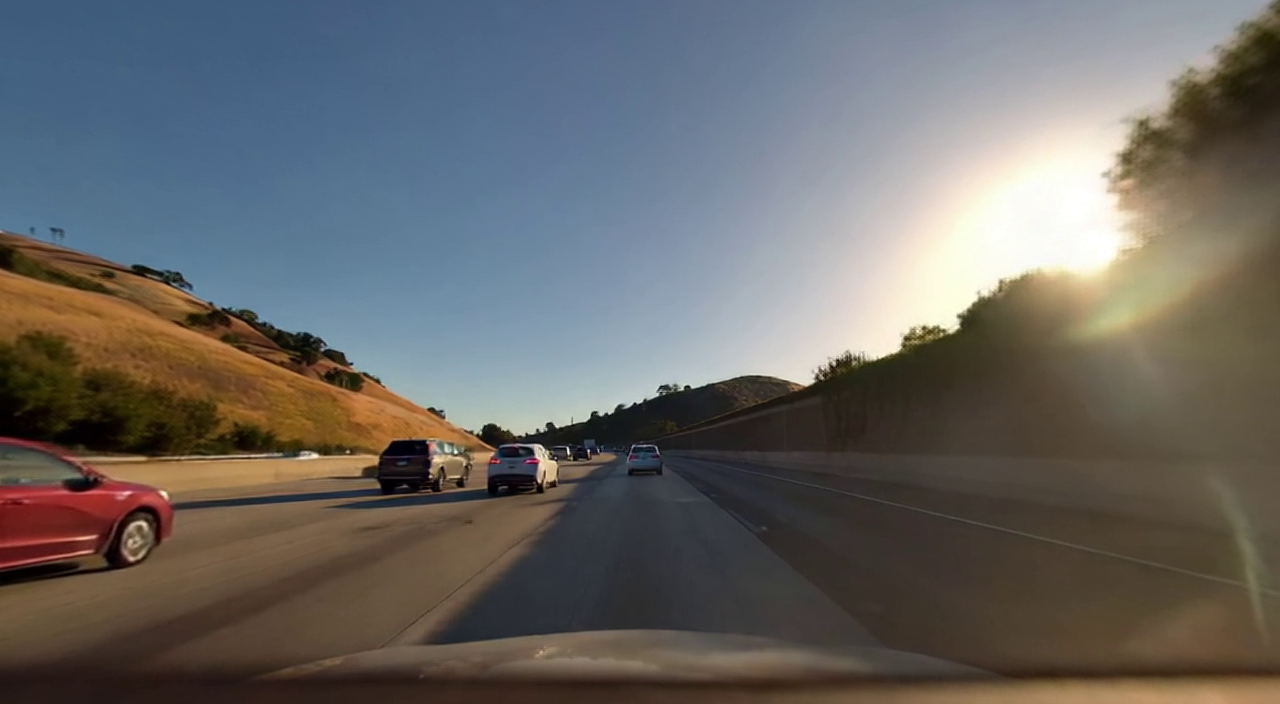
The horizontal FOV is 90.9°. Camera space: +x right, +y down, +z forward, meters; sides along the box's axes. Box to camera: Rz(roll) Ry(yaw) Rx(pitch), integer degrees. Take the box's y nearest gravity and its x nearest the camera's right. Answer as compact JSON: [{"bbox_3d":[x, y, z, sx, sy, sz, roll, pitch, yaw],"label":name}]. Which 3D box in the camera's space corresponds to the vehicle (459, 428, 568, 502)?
[{"bbox_3d":[-3.422,3.177,18.104,2.093,1.820,4.506,0,-9,1],"label":"vehicle"}]

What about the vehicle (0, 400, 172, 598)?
[{"bbox_3d":[-6.989,1.296,5.443,2.215,1.797,4.666,0,-9,1],"label":"vehicle"}]

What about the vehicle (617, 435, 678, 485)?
[{"bbox_3d":[0.276,4.327,25.515,2.233,1.804,4.273,0,-9,0],"label":"vehicle"}]

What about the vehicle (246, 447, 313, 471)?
[{"bbox_3d":[-27.776,8.220,48.805,2.131,1.696,5.013,0,-9,0],"label":"vehicle"}]

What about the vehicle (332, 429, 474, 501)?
[{"bbox_3d":[-6.860,3.343,19.082,2.108,1.856,5.214,0,-9,2],"label":"vehicle"}]
